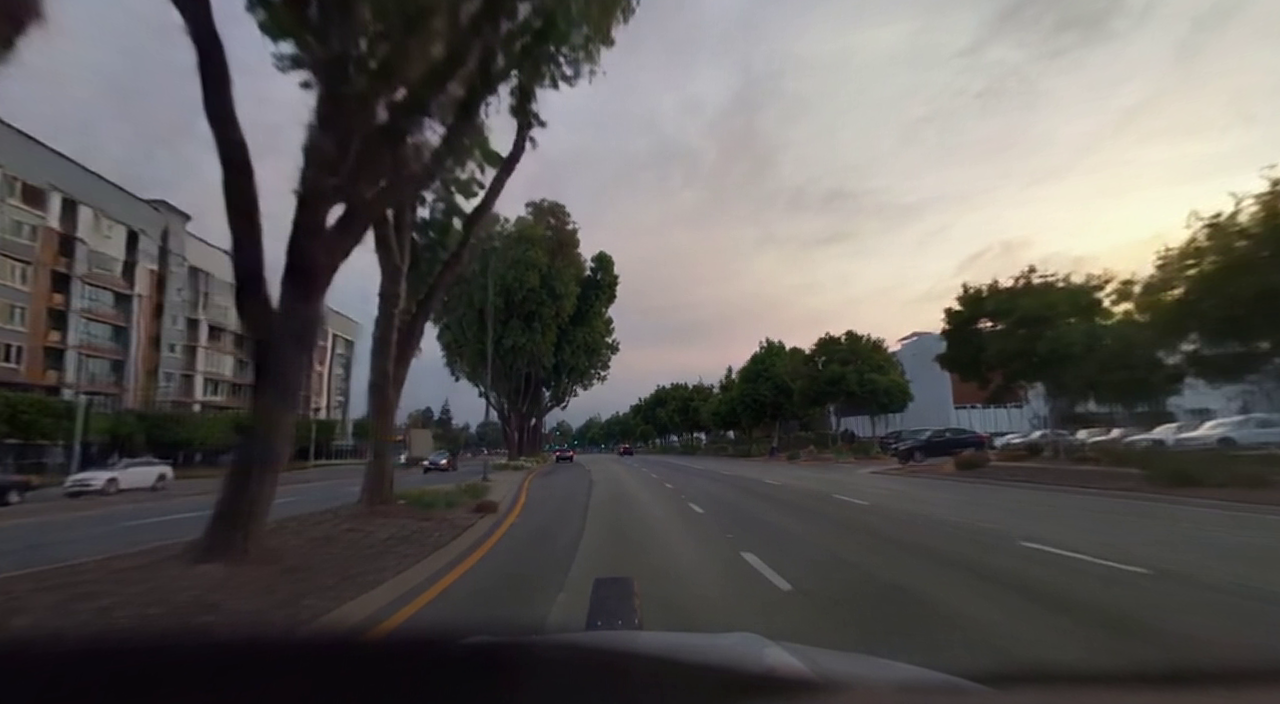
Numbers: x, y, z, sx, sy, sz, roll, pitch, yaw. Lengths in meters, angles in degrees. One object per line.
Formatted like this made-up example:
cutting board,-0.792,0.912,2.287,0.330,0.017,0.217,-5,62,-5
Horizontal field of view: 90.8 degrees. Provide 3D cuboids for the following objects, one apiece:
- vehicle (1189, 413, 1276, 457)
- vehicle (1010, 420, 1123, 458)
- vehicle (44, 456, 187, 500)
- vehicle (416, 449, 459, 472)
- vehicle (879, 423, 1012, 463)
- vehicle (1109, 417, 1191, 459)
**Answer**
vehicle,23.820,3.387,25.471,2.219,1.587,5.047,-8,-12,42
vehicle,21.641,4.474,32.317,4.218,1.780,2.331,-1,-10,18
vehicle,-21.348,5.114,26.033,2.155,1.542,4.584,0,-9,-4
vehicle,-14.637,7.850,45.904,2.150,1.534,4.569,1,-9,-7
vehicle,16.054,4.875,33.638,5.829,1.995,2.659,-3,-9,15
vehicle,21.906,3.728,27.049,2.218,1.617,4.783,-9,-12,43
